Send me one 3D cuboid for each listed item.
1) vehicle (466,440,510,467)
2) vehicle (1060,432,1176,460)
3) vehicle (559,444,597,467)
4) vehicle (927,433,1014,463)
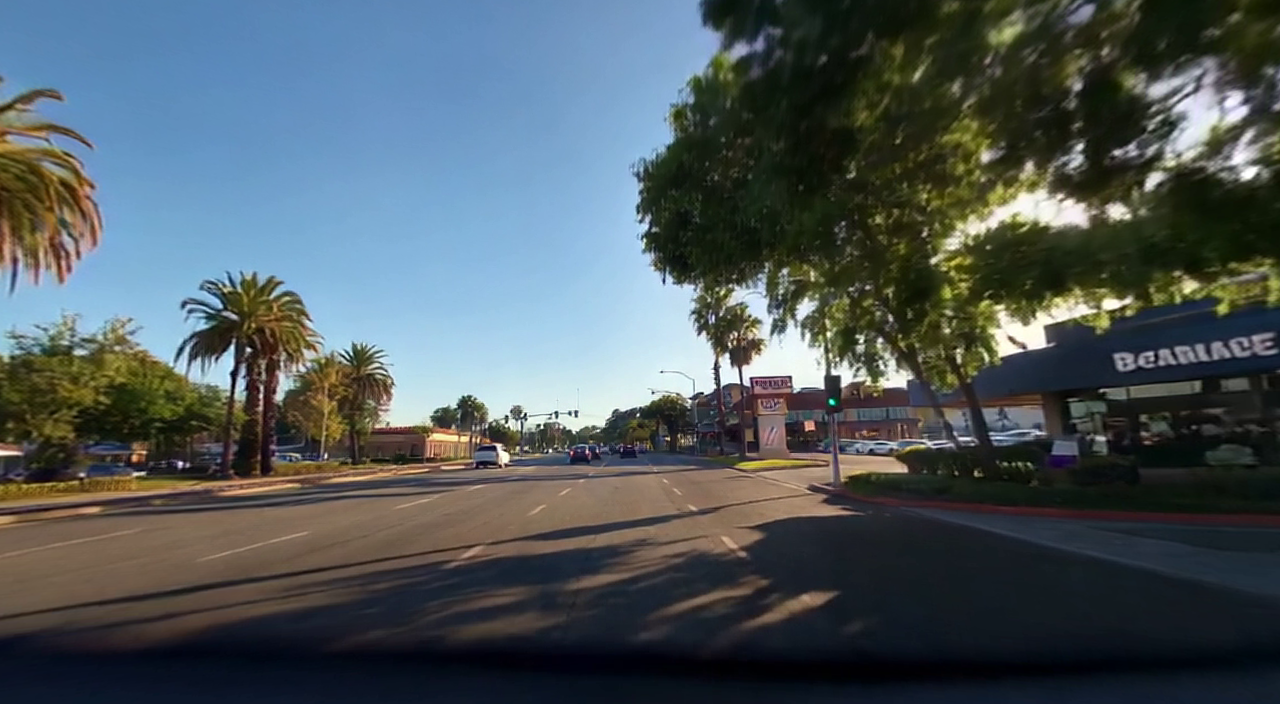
[{"bbox_3d":[-10.453,7.038,43.724,2.022,1.746,4.406,0,-9,-1],"label":"vehicle"},{"bbox_3d":[27.028,5.368,35.954,4.809,1.499,2.130,-4,-10,23],"label":"vehicle"},{"bbox_3d":[-4.109,6.946,42.440,2.181,1.483,4.123,0,-9,-1],"label":"vehicle"},{"bbox_3d":[20.395,5.974,39.189,4.548,1.741,1.971,-4,-10,25],"label":"vehicle"}]
